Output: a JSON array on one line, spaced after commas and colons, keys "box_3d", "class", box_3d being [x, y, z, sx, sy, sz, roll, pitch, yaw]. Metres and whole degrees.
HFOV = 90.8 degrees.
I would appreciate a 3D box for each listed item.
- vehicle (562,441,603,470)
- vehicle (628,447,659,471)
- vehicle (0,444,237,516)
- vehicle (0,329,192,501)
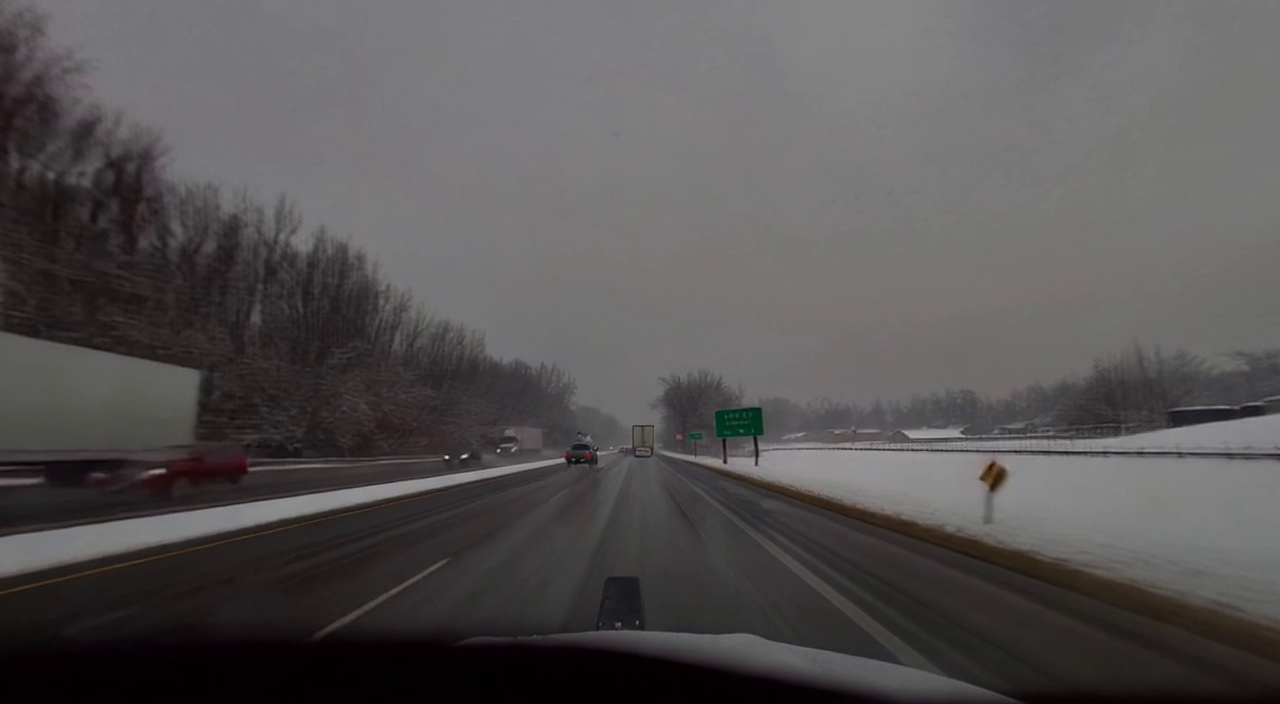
[{"box_3d": [-3.652, 6.655, 40.676, 2.097, 1.722, 4.808, 0, -9, 1], "class": "vehicle"}, {"box_3d": [0.235, 6.737, 39.937, 1.853, 1.436, 3.438, 0, -9, 0], "class": "vehicle"}, {"box_3d": [-11.762, 2.871, 14.637, 1.918, 1.396, 4.332, 0, -9, 0], "class": "vehicle"}, {"box_3d": [-15.967, 1.230, 13.064, 2.865, 3.869, 14.320, 0, -9, 0], "class": "vehicle"}]
